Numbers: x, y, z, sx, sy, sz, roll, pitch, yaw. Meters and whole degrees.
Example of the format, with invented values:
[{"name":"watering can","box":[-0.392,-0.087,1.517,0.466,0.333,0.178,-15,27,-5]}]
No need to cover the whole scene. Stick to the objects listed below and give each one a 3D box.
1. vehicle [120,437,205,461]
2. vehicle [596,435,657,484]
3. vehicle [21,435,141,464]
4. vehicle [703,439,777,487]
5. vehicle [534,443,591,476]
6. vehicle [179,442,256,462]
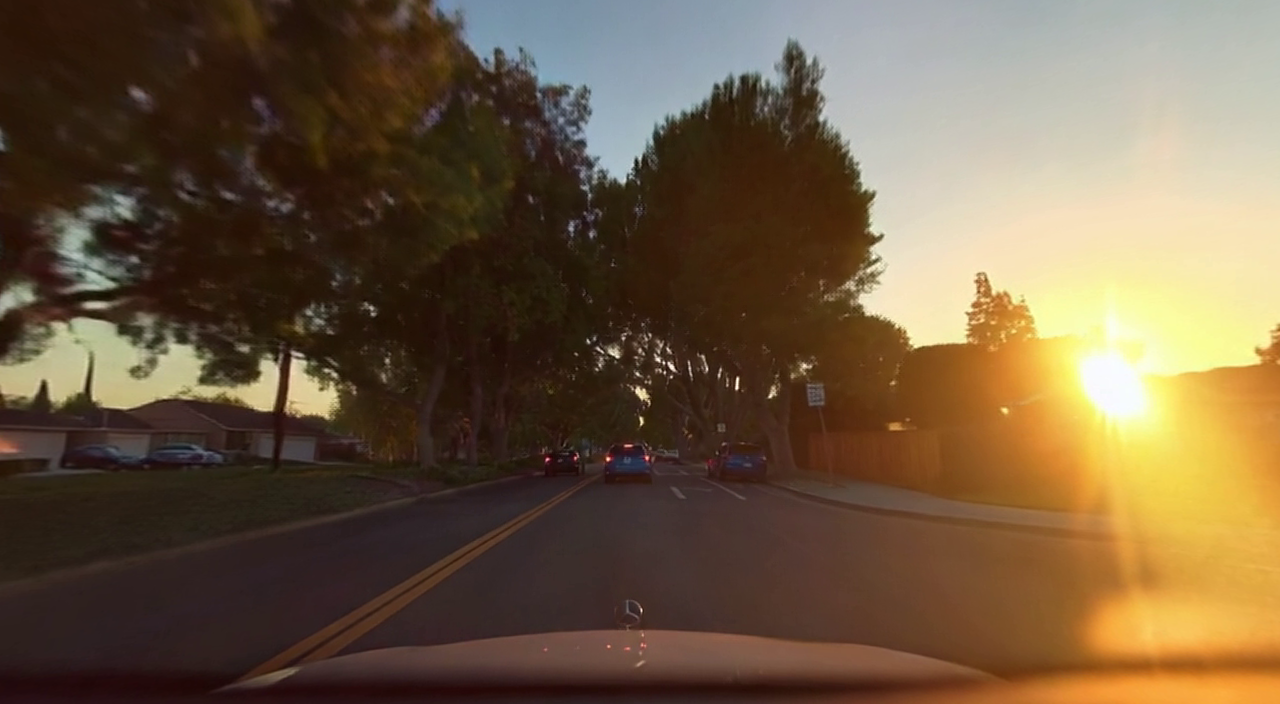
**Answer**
[{"name":"vehicle","box":[-33.414,6.787,44.015,4.271,1.581,1.919,0,-9,-1]},{"name":"vehicle","box":[-0.476,4.230,24.910,2.220,1.742,4.047,0,-9,0]},{"name":"vehicle","box":[-32.290,5.655,36.379,4.891,1.538,2.059,0,-9,0]},{"name":"vehicle","box":[3.965,4.493,25.753,2.332,1.769,4.518,0,-9,0]},{"name":"vehicle","box":[-3.545,5.038,29.636,2.032,1.433,4.458,0,-9,1]},{"name":"vehicle","box":[-32.263,7.641,48.002,4.497,1.418,1.783,0,-9,1]}]
